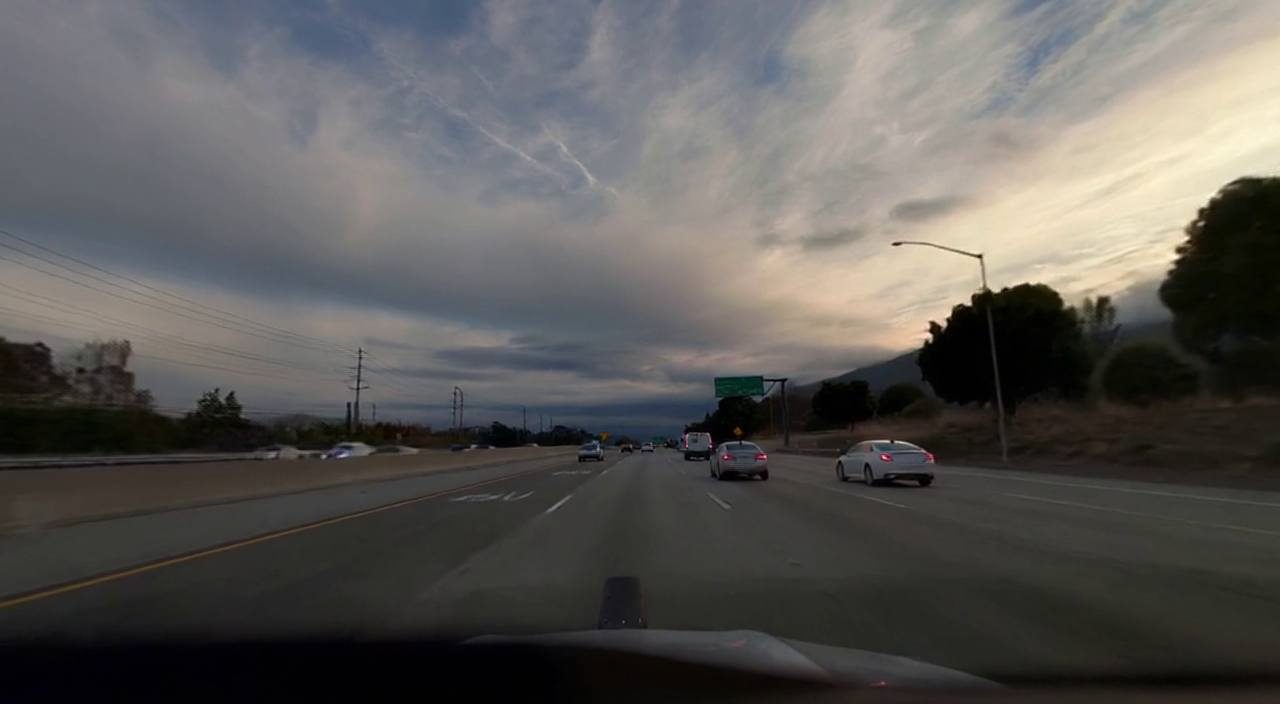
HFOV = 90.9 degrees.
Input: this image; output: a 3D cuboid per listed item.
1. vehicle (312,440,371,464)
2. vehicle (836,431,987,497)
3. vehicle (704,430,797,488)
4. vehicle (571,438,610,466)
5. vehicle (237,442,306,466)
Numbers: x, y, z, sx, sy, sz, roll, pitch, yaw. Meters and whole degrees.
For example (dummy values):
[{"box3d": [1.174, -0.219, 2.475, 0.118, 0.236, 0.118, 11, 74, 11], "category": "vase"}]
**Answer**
[{"box3d": [-22.010, 7.393, 46.757, 2.003, 1.646, 4.699, -1, -8, 1], "category": "vehicle"}, {"box3d": [7.193, 3.015, 17.424, 1.988, 1.518, 4.856, 0, -8, 0], "category": "vehicle"}, {"box3d": [3.387, 3.387, 20.323, 2.146, 1.639, 4.475, 0, -8, -1], "category": "vehicle"}, {"box3d": [-3.230, 6.642, 42.067, 2.106, 1.682, 4.395, -1, -8, 2], "category": "vehicle"}, {"box3d": [-26.727, 7.419, 45.917, 2.001, 1.615, 4.744, -1, -8, 2], "category": "vehicle"}]
